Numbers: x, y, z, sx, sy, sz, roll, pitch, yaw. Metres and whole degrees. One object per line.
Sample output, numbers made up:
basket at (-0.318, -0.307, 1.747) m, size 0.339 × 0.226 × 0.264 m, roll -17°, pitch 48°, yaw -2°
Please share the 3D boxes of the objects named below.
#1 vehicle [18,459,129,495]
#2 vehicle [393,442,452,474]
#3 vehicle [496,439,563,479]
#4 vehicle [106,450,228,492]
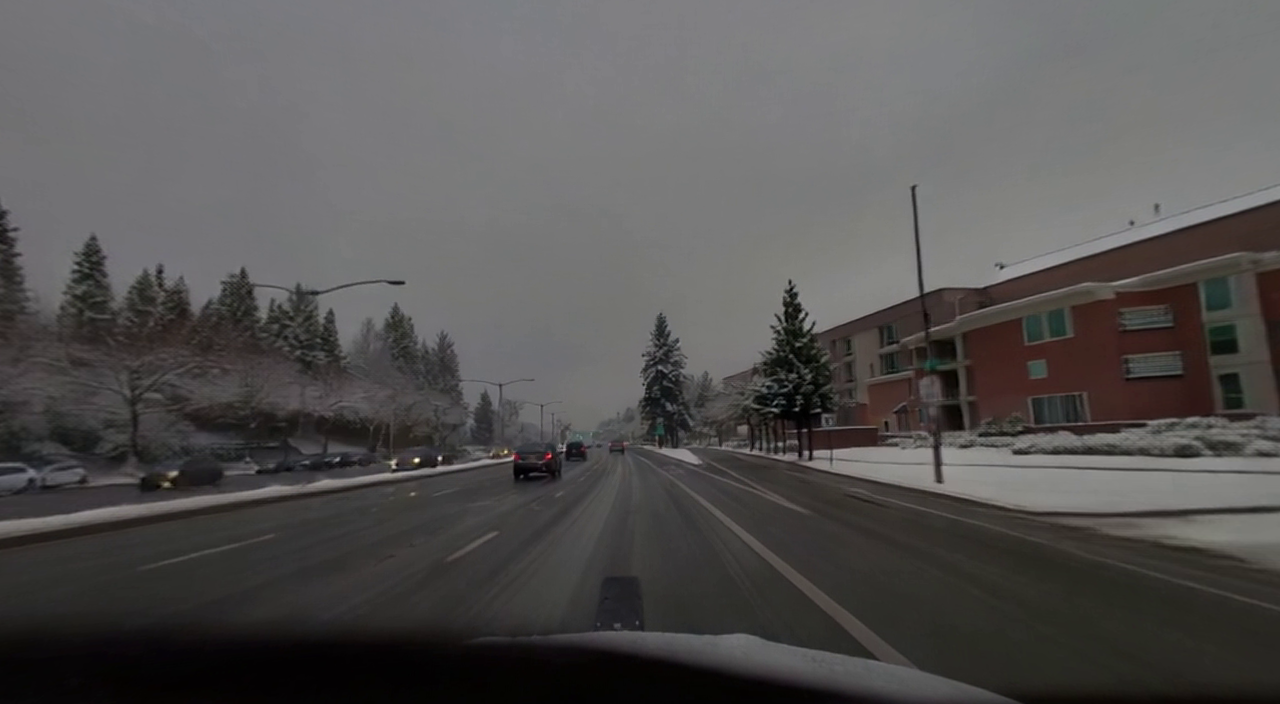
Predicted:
vehicle at (-30.198, 6.644, 33.911) m, size 1.872 × 1.644 × 4.627 m, roll 0°, pitch -8°, yaw -4°
vehicle at (-13.173, 6.414, 38.623) m, size 2.150 × 1.721 × 4.465 m, roll -2°, pitch -8°, yaw -2°
vehicle at (-4.396, 4.335, 25.845) m, size 2.025 × 1.474 × 4.292 m, roll 0°, pitch -8°, yaw 0°
vehicle at (-22.695, 5.706, 30.630) m, size 2.201 × 1.782 × 4.675 m, roll 0°, pitch -8°, yaw 2°
